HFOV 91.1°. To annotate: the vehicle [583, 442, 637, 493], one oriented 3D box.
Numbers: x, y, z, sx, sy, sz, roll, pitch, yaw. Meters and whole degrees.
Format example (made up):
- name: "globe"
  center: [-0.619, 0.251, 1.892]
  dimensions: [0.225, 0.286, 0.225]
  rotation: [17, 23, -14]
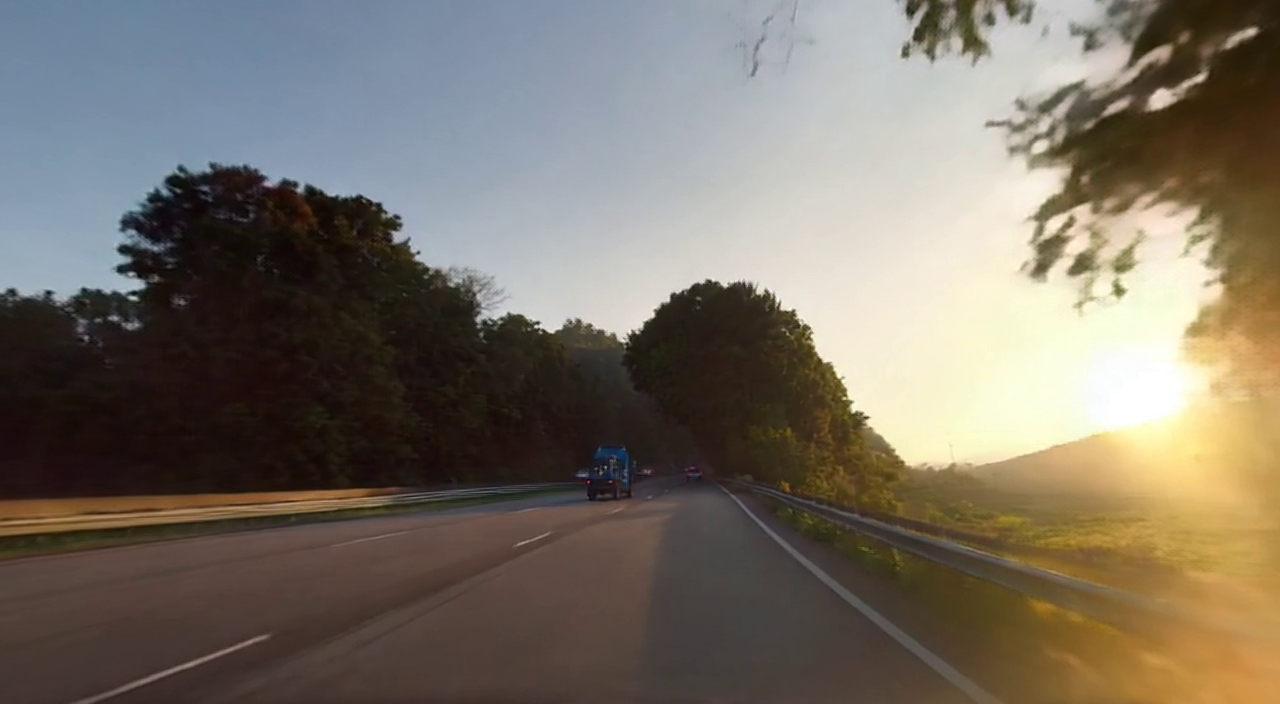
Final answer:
- name: "vehicle"
  center: [-1.947, 8.126, 44.160]
  dimensions: [2.841, 3.244, 7.689]
  rotation: [0, -11, 4]
